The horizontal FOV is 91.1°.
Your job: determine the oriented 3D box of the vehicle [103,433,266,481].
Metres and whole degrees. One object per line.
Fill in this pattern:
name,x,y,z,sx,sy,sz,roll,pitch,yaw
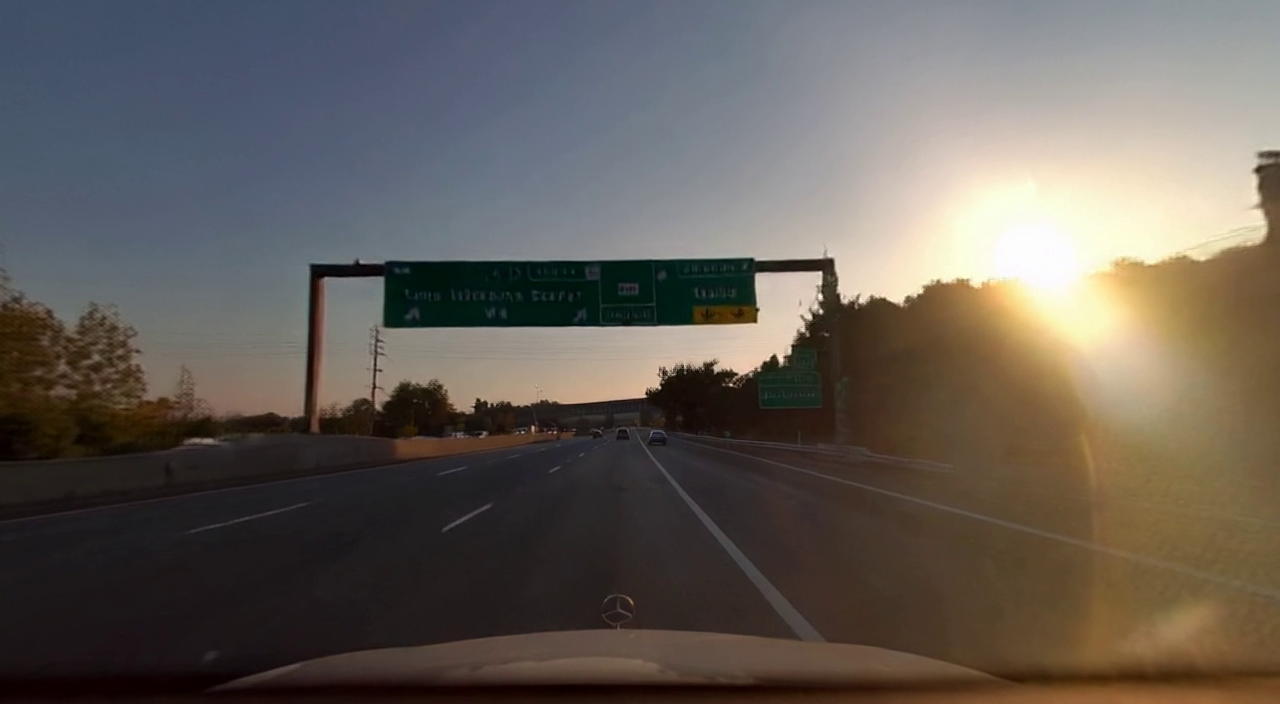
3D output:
vehicle,-16.099,3.698,22.675,2.078,1.504,5.134,1,-7,-1
